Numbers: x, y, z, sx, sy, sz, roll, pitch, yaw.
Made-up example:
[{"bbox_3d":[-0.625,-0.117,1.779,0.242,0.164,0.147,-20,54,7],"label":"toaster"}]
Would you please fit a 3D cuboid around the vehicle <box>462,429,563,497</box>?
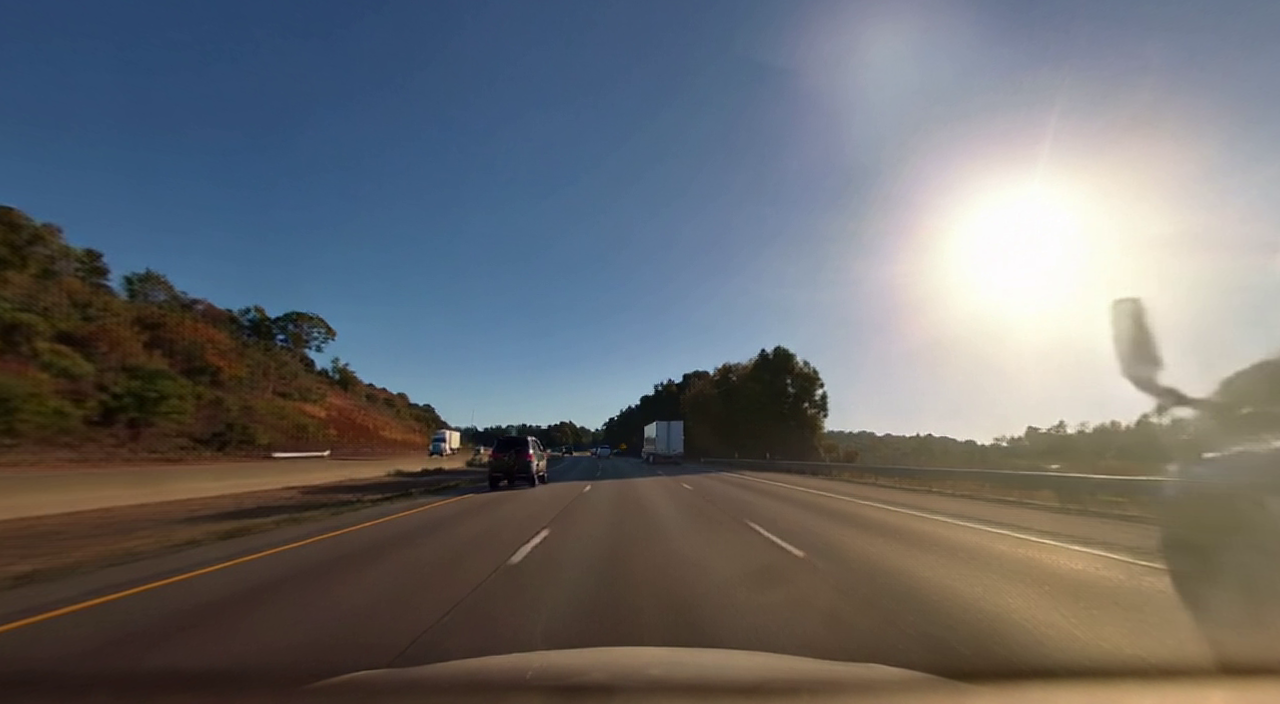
[{"bbox_3d":[-3.956,3.571,20.586,2.337,1.942,4.984,0,-9,-1],"label":"vehicle"}]
